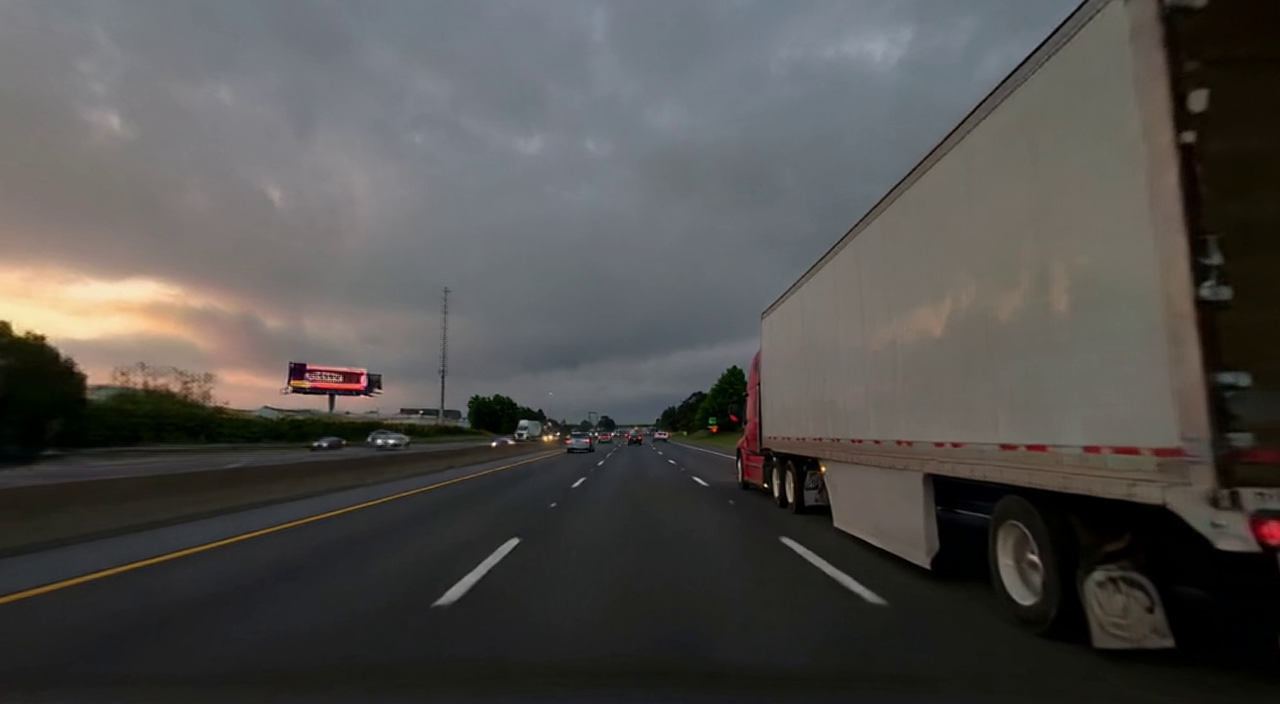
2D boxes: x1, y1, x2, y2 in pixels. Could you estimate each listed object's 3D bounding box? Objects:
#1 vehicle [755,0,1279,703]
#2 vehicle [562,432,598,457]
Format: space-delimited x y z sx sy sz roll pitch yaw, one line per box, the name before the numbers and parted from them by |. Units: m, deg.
vehicle | 3.871 0.269 6.540 2.871 3.815 11.331 0 -8 -2
vehicle | -3.685 5.733 39.133 1.930 1.484 3.849 0 -8 -1
